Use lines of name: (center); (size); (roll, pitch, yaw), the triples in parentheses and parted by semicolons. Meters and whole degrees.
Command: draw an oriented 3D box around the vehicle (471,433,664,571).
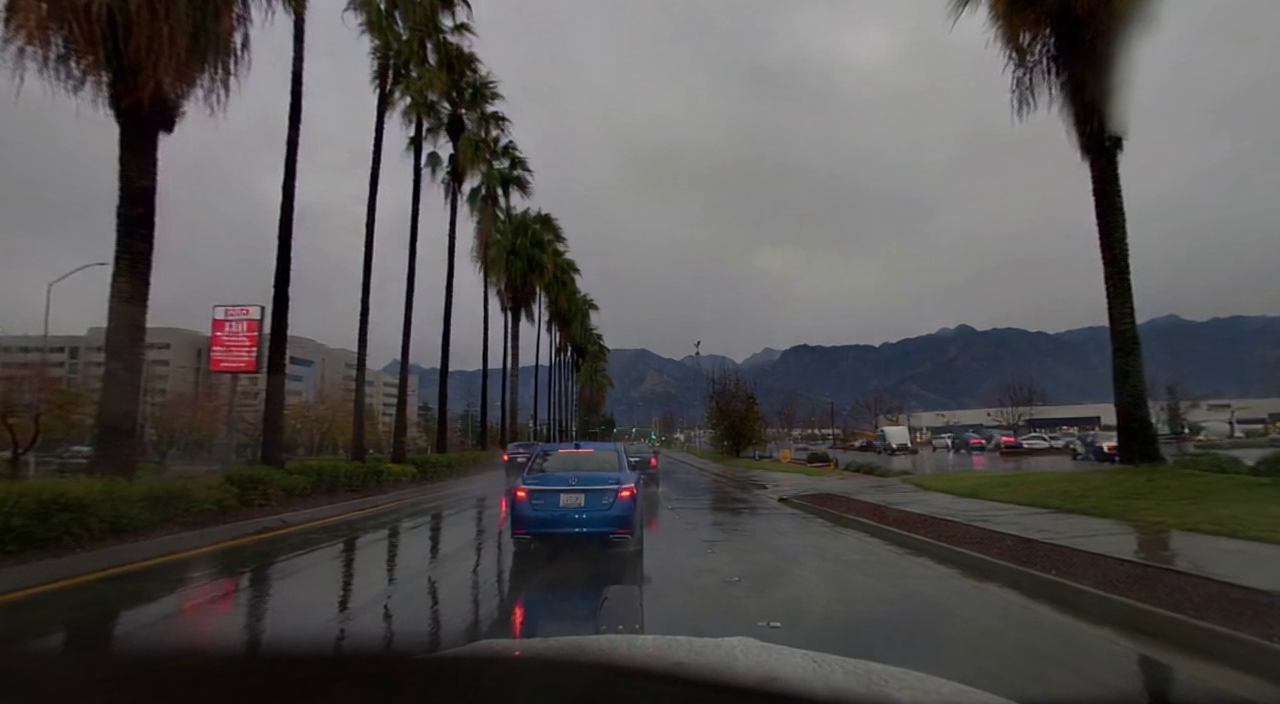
vehicle: (-0.863, 1.907, 8.817); (2.067, 1.459, 3.886); (0, -8, -3)

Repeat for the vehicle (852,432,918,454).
vehicle: (19.189, 7.177, 49.672); (1.925, 1.652, 4.490); (6, -10, -34)

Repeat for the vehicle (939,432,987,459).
vehicle: (19.586, 5.646, 38.183); (1.961, 1.526, 4.640); (-6, -10, 33)
